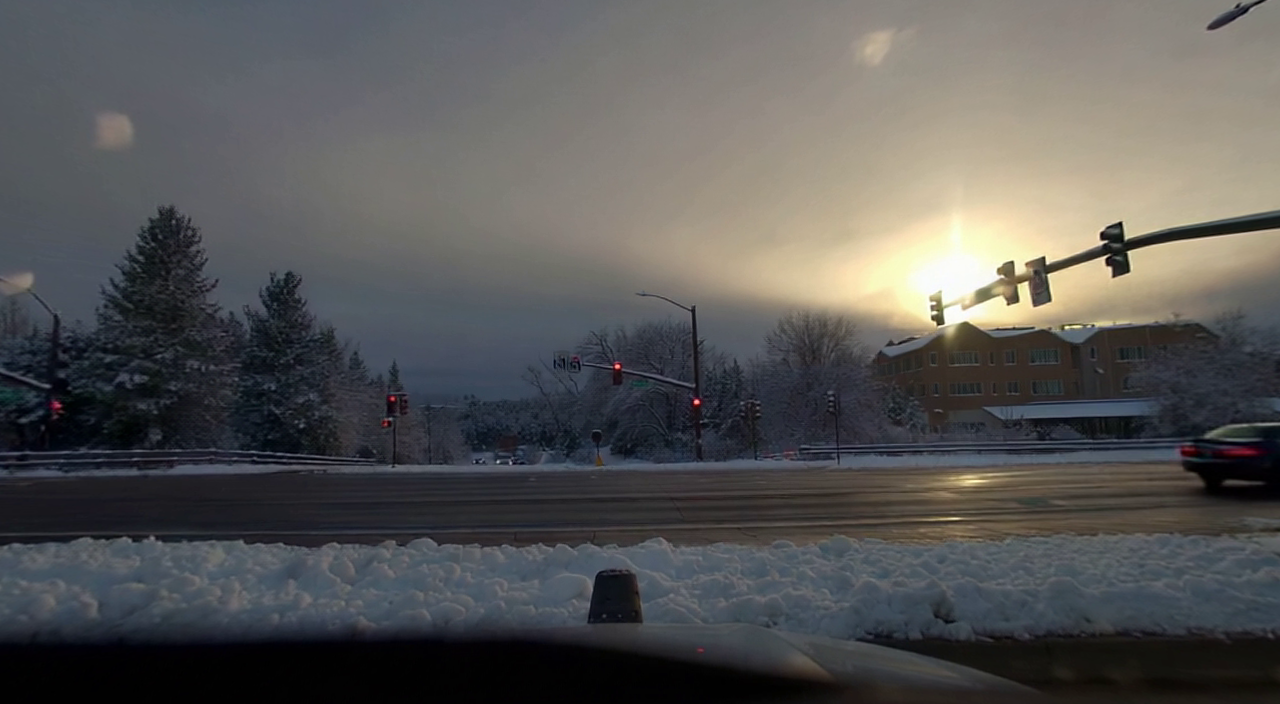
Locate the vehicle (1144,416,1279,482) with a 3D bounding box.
[{"bbox_3d":[15.061,2.279,14.938,4.736,1.445,1.933,0,-8,-4],"label":"vehicle"}]
